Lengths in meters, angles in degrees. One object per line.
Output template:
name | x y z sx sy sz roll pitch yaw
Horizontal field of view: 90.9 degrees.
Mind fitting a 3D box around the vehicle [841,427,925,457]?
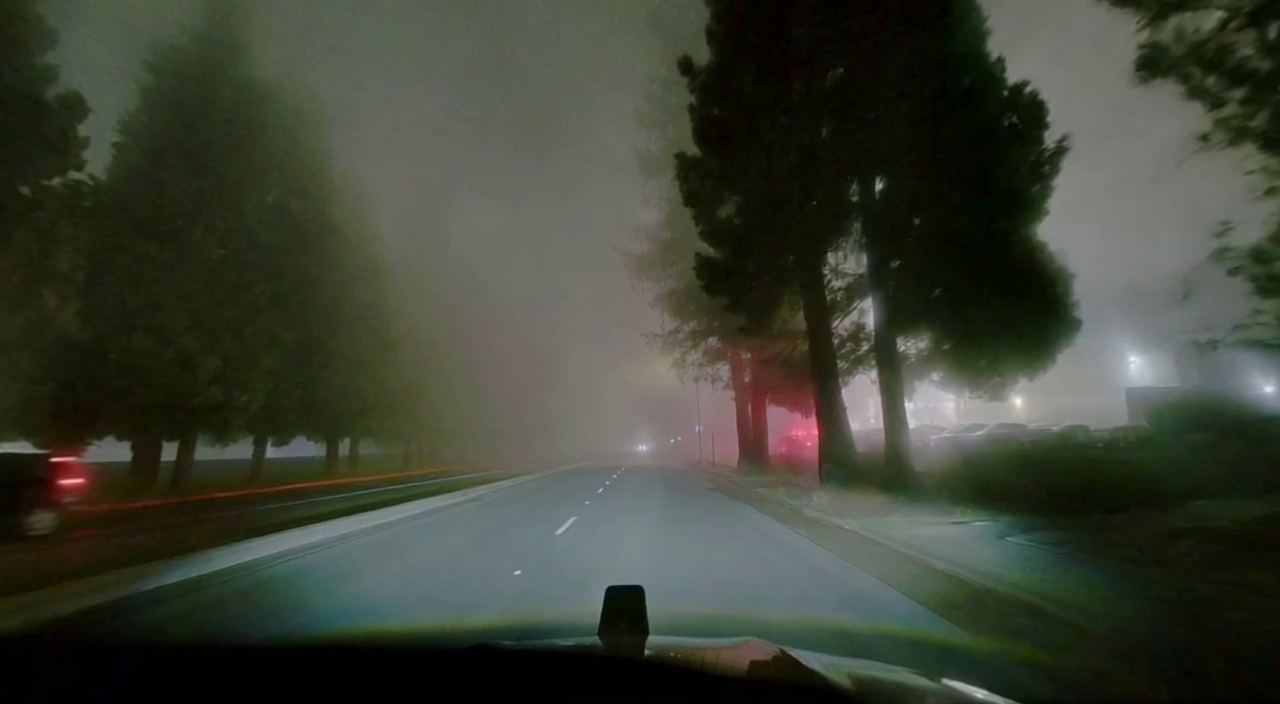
vehicle | 14.892 5.563 38.733 4.387 1.532 1.930 -9 -12 34

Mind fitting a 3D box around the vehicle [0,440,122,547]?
vehicle | -10.553 2.191 9.638 1.918 1.581 3.947 -2 -9 0

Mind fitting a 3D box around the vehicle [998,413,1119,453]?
vehicle | 19.907 3.907 30.253 4.419 1.603 1.930 -7 -9 23
